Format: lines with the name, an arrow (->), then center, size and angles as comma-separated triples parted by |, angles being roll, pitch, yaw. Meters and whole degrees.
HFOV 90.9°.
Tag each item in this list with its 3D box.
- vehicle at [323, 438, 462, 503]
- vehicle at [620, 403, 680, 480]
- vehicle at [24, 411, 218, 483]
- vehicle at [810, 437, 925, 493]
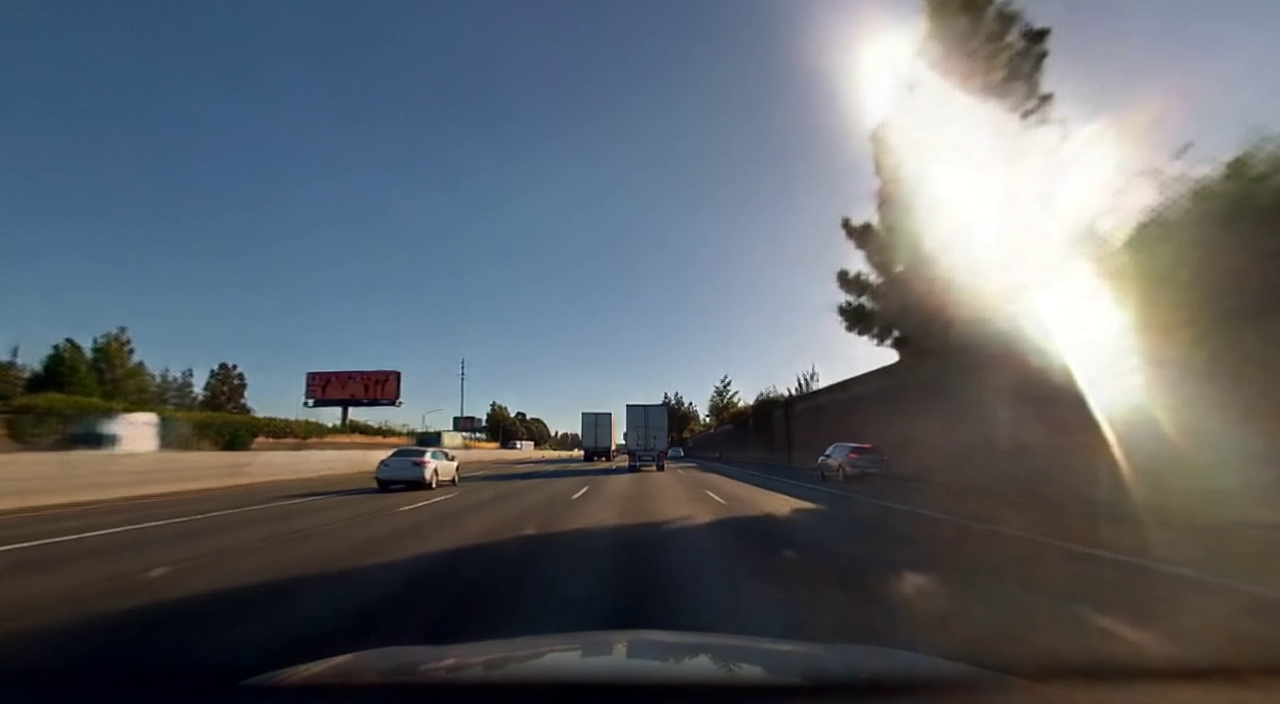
vehicle -> -6.728, 3.247, 17.835 | 1.992, 1.547, 4.673 | 0, -8, 1
vehicle -> 0.473, 5.278, 38.943 | 3.054, 3.944, 11.230 | -1, -6, -1
vehicle -> -25.456, 4.746, 31.689 | 2.903, 3.092, 7.885 | -1, -8, 1
vehicle -> 7.073, 3.537, 20.133 | 1.969, 1.560, 4.394 | 0, -8, -1
